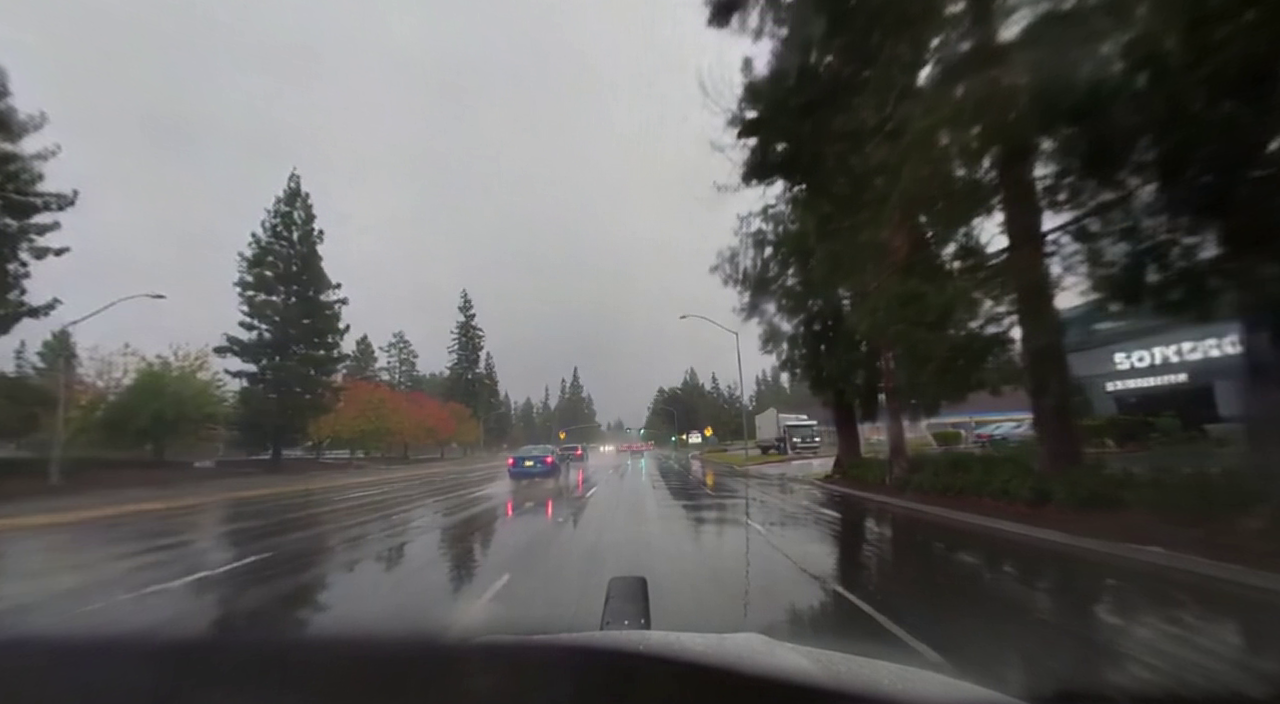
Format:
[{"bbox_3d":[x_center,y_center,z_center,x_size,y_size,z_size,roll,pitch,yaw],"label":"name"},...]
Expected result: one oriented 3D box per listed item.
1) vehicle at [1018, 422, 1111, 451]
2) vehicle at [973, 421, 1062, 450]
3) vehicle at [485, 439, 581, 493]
[{"bbox_3d":[25.337,5.092,37.718,4.222,1.450,1.766,-3,-8,0],"label":"vehicle"},{"bbox_3d":[25.324,5.612,42.359,4.643,1.852,1.978,0,-8,0],"label":"vehicle"},{"bbox_3d":[-3.184,3.521,19.814,2.152,1.479,4.394,0,-8,1],"label":"vehicle"}]
